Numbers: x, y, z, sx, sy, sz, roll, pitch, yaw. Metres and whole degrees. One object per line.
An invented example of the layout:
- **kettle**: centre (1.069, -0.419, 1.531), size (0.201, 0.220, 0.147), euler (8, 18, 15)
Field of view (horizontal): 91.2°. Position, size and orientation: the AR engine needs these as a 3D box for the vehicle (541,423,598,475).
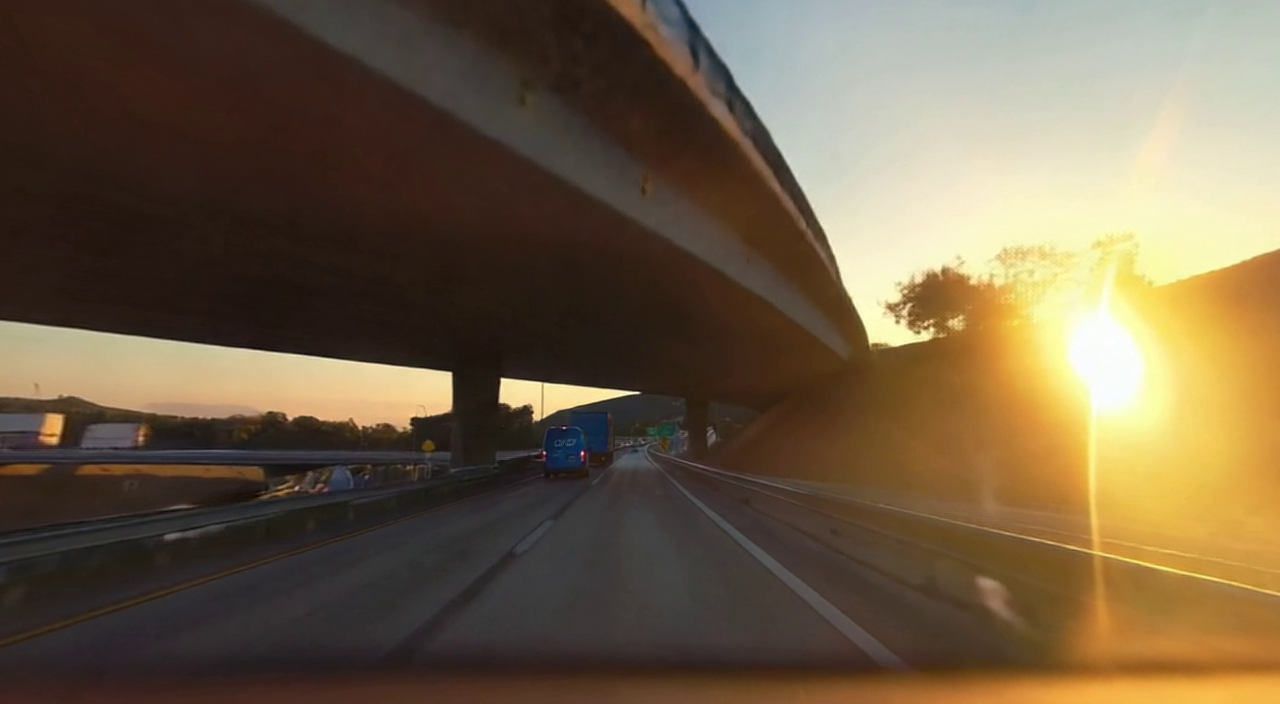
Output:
- **vehicle**: centre (-3.876, 5.550, 35.947), size (2.463, 2.640, 7.034), euler (0, -9, 0)
